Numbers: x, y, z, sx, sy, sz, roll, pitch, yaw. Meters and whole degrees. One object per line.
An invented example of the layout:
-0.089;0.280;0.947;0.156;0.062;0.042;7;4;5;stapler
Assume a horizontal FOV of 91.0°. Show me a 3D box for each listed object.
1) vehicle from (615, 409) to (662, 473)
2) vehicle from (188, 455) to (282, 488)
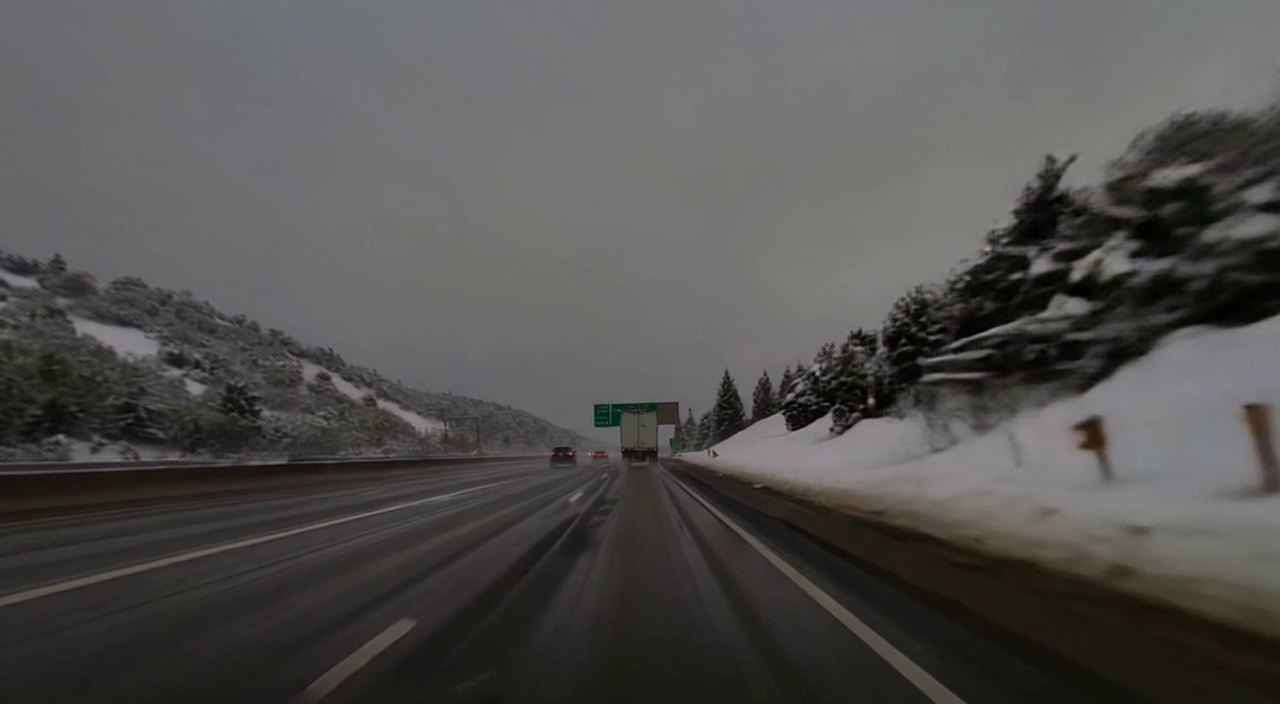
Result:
-0.013;6.694;47.017;3.039;4.131;11.822;0;-9;1;vehicle
-21.439;6.325;33.594;1.960;1.545;4.436;0;-9;2;vehicle
